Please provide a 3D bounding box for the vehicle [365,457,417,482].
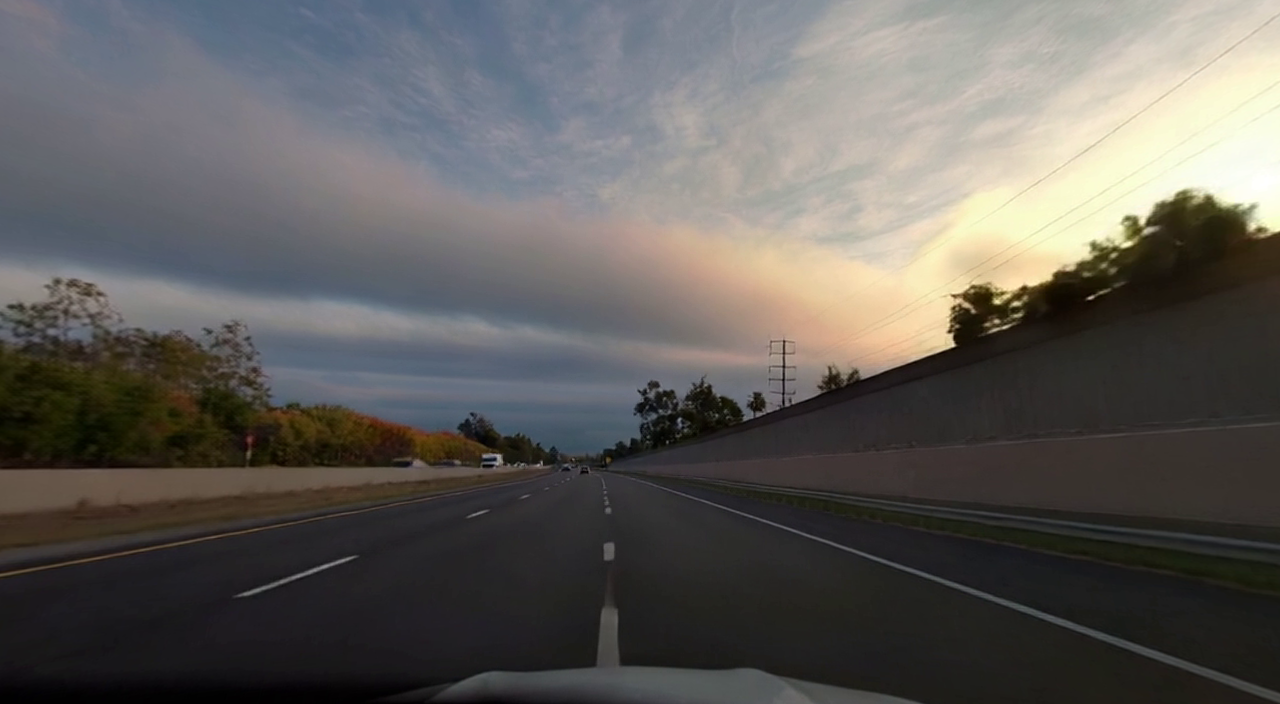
[{"bbox_3d":[-16.675,7.909,42.432,1.862,1.517,4.515,1,-10,-4],"label":"vehicle"}]
